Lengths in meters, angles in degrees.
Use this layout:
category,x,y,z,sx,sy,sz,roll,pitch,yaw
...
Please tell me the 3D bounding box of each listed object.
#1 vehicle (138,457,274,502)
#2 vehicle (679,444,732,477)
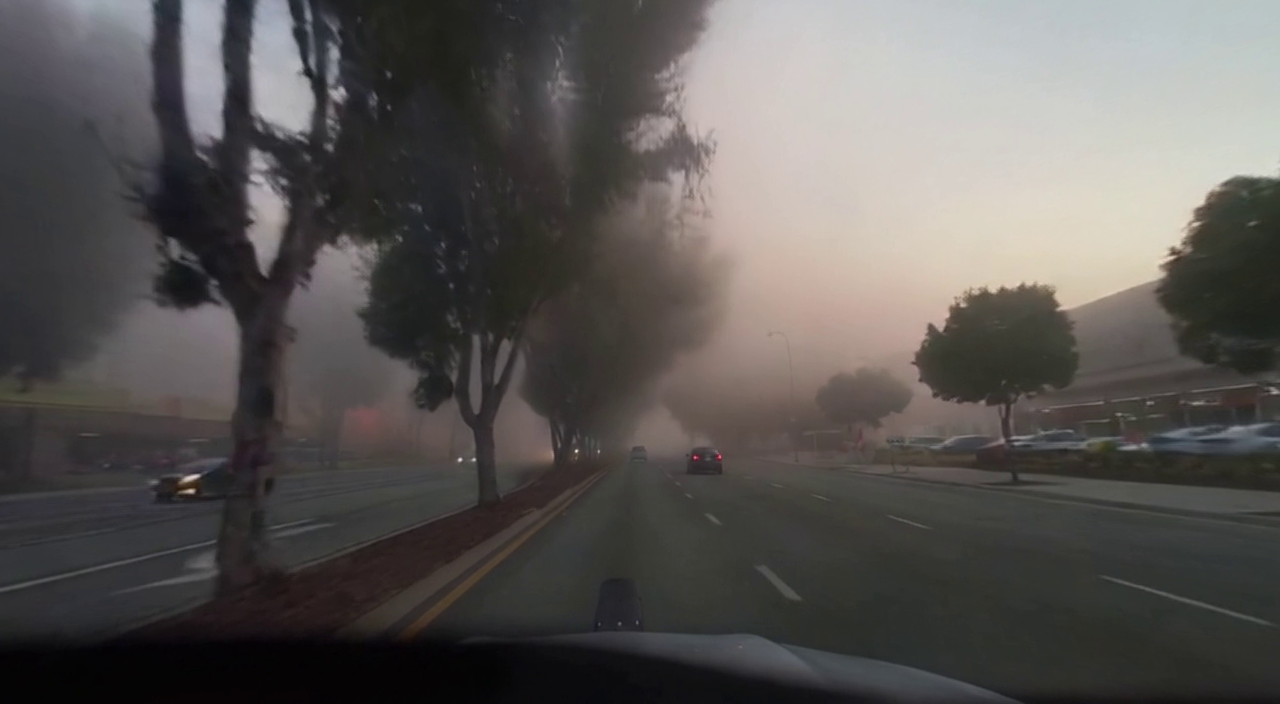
category,x,y,z,sx,sy,sz,roll,pitch,yaw
vehicle,-16.335,4.786,24.134,1.944,1.482,4.504,0,-9,0
vehicle,3.086,5.203,30.622,1.983,1.482,4.463,0,-9,-1
